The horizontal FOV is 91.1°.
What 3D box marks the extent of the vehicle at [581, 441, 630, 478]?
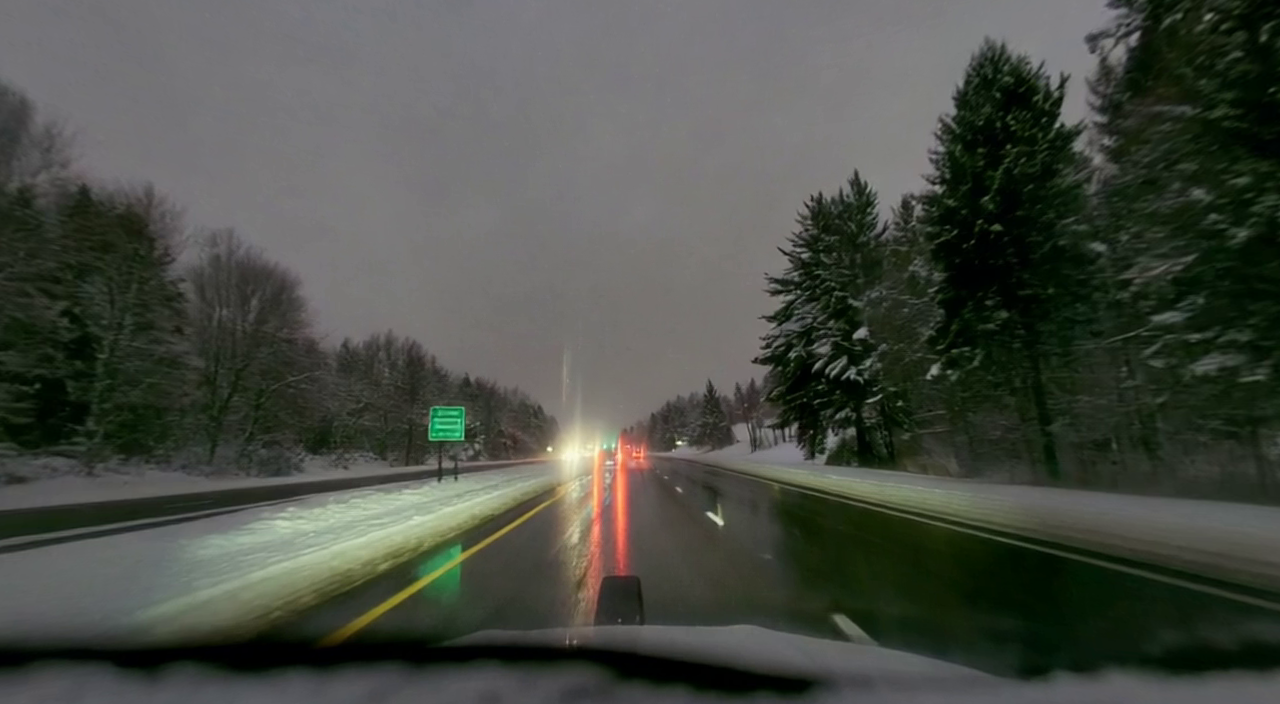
[{"bbox_3d":[-1.665,5.431,31.869,2.120,1.715,4.153,0,-9,1],"label":"vehicle"}]
